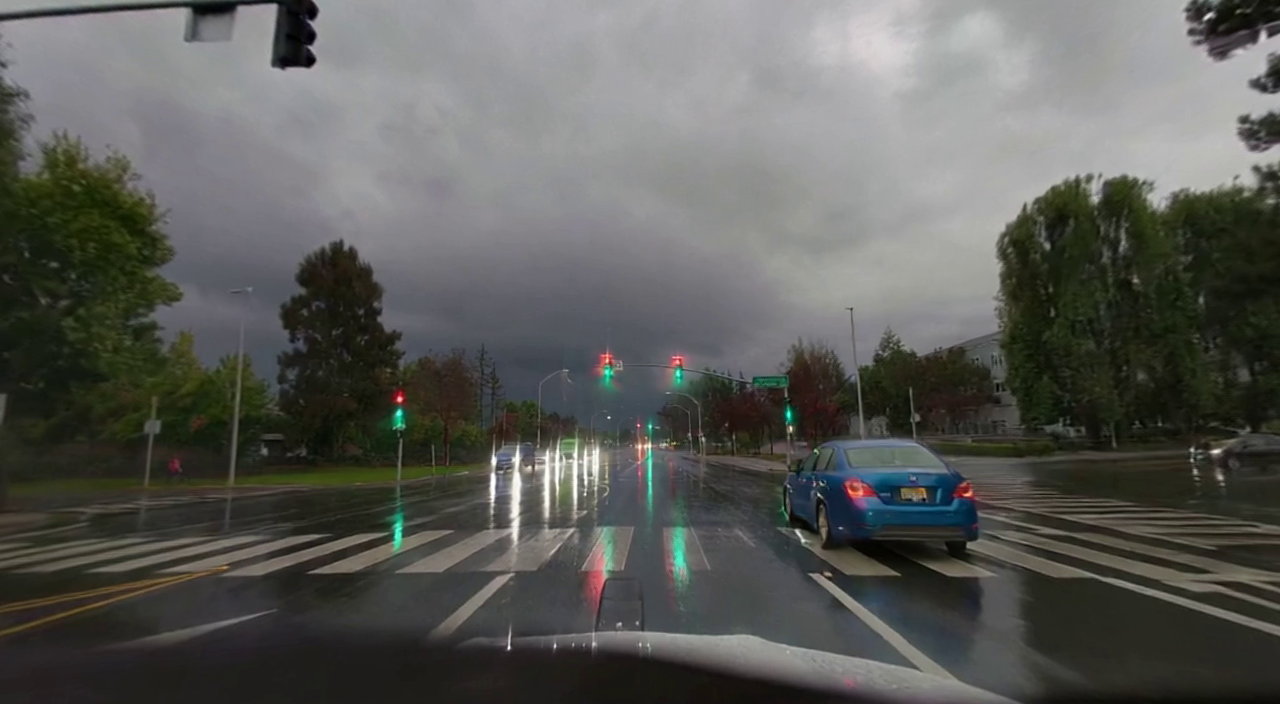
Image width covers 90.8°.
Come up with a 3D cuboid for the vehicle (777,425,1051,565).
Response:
[{"bbox_3d":[3.661,2.001,9.694,2.129,1.581,4.780,0,-8,1],"label":"vehicle"}]

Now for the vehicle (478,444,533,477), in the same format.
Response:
[{"bbox_3d":[-8.185,6.658,38.919,2.130,1.874,4.691,-1,-8,2],"label":"vehicle"}]

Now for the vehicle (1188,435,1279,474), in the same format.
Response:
[{"bbox_3d":[27.926,4.608,28.651,4.598,1.650,2.087,1,-9,-11],"label":"vehicle"}]

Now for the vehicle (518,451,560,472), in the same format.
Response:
[{"bbox_3d":[-7.580,8.254,47.837,1.906,1.468,4.686,-1,-9,7],"label":"vehicle"}]
